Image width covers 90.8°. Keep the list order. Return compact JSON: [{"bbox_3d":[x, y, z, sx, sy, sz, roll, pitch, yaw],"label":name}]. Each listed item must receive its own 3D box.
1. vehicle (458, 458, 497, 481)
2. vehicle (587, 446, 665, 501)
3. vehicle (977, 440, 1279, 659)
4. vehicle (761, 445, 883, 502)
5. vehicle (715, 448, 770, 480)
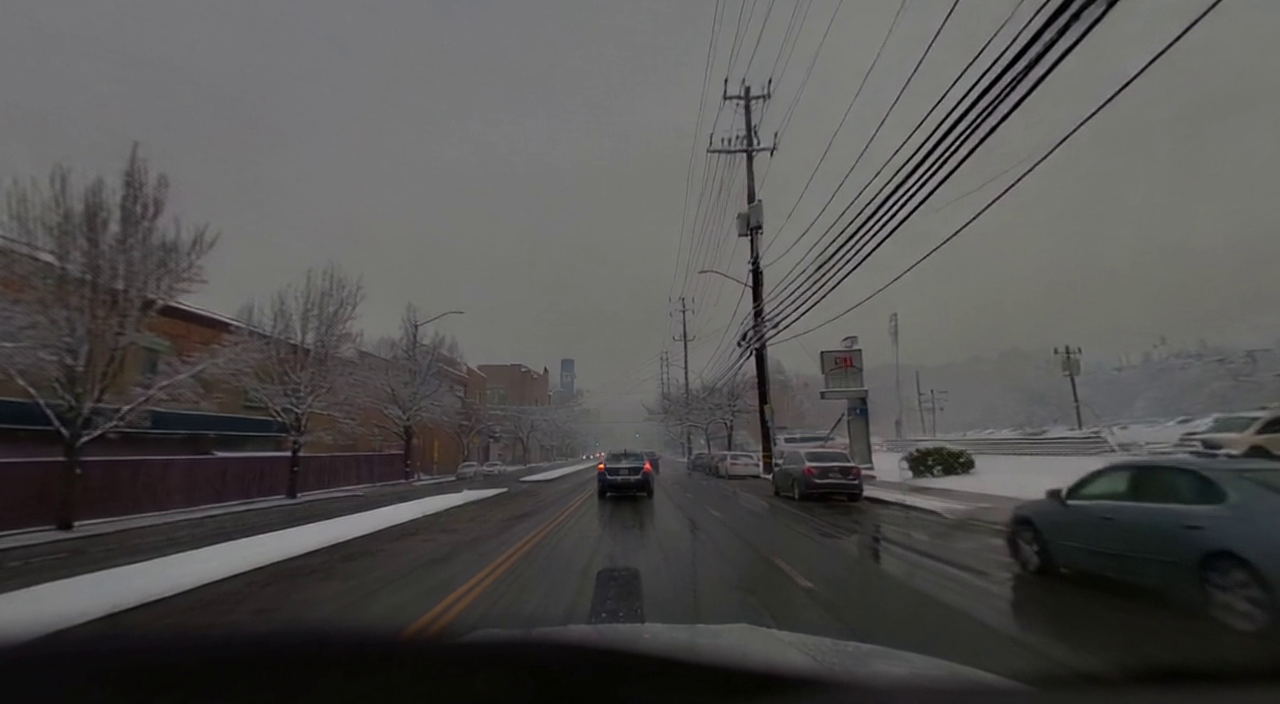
[{"bbox_3d":[-11.728,8.477,45.859,1.828,1.457,4.371,0,-8,-1],"label":"vehicle"},{"bbox_3d":[-0.370,3.637,19.350,2.116,1.479,3.980,0,-8,0],"label":"vehicle"},{"bbox_3d":[5.018,1.480,5.432,1.761,1.413,4.272,0,-8,-2],"label":"vehicle"},{"bbox_3d":[5.228,3.533,18.951,2.108,1.471,4.948,0,-8,-1],"label":"vehicle"},{"bbox_3d":[5.156,5.697,32.449,1.987,1.459,4.677,0,-8,-1],"label":"vehicle"}]
